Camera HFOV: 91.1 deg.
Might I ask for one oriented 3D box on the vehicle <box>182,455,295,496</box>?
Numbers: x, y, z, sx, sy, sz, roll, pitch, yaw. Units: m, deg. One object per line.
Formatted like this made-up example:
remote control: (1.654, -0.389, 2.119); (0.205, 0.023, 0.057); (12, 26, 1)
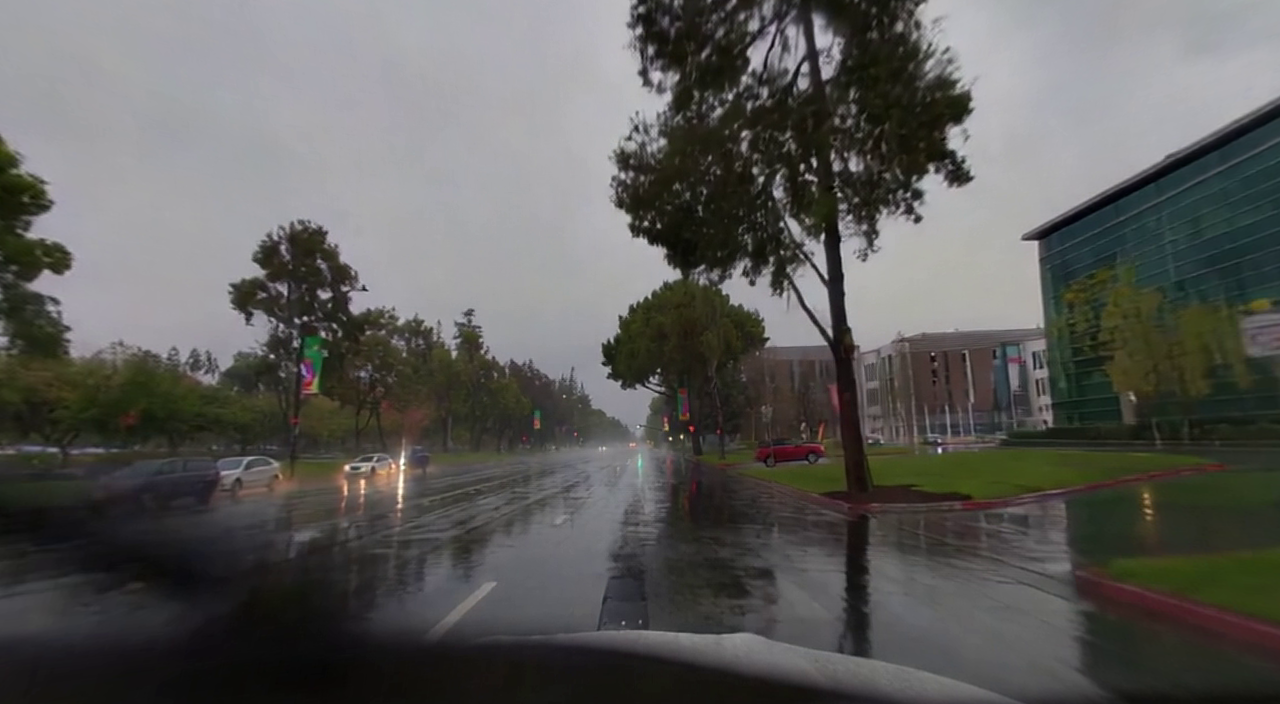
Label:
vehicle: (-17.313, 5.311, 27.372); (2.020, 1.471, 4.419); (-3, -9, 1)

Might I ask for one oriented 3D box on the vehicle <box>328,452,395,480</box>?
vehicle: (-17.152, 7.004, 38.943); (1.873, 1.544, 4.794); (0, -9, 1)

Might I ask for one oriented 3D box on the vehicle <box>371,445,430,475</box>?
vehicle: (-16.944, 7.644, 44.673); (2.301, 1.821, 4.731); (-4, -9, 1)

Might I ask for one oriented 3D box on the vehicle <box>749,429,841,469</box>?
vehicle: (9.199, 5.817, 37.627); (4.716, 1.672, 2.330); (-7, -9, -1)

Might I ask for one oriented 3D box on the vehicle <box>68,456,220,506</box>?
vehicle: (-17.305, 4.488, 22.249); (1.829, 1.508, 4.377); (0, -9, -1)
